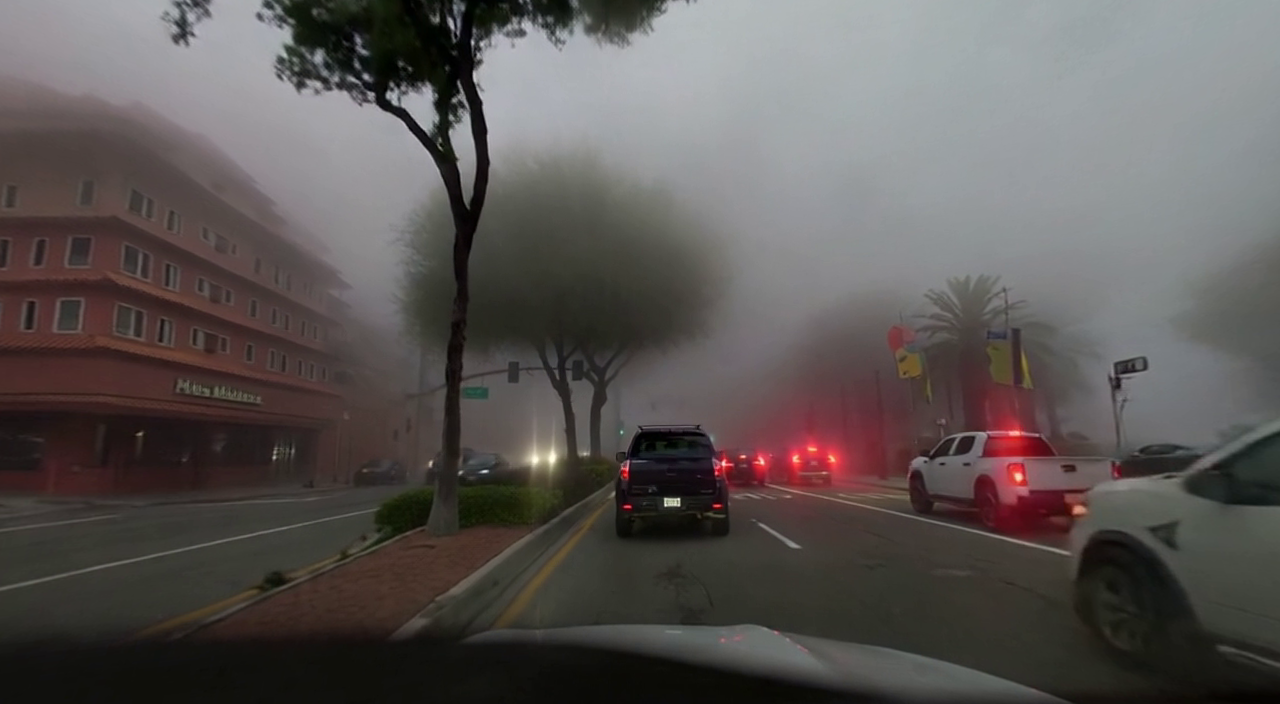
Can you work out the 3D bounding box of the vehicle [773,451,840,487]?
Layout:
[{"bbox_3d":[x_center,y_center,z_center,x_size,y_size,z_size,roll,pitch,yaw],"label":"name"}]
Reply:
[{"bbox_3d":[7.686,5.429,29.638,1.958,1.523,4.553,0,-9,1],"label":"vehicle"}]

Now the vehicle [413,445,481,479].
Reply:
[{"bbox_3d":[-11.154,6.359,36.850,2.272,1.837,4.892,-1,-9,2],"label":"vehicle"}]

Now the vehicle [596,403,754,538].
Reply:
[{"bbox_3d":[0.602,2.285,12.762,2.487,2.115,5.444,0,-9,1],"label":"vehicle"}]

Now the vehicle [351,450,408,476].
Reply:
[{"bbox_3d":[-18.203,7.775,44.312,1.972,1.694,4.466,0,-9,1],"label":"vehicle"}]

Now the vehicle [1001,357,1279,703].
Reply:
[{"bbox_3d":[4.022,0.847,2.509,2.283,1.738,4.916,0,-9,1],"label":"vehicle"}]

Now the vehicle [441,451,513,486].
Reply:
[{"bbox_3d":[-7.806,5.606,30.723,2.061,1.496,4.600,-1,-9,3],"label":"vehicle"}]
